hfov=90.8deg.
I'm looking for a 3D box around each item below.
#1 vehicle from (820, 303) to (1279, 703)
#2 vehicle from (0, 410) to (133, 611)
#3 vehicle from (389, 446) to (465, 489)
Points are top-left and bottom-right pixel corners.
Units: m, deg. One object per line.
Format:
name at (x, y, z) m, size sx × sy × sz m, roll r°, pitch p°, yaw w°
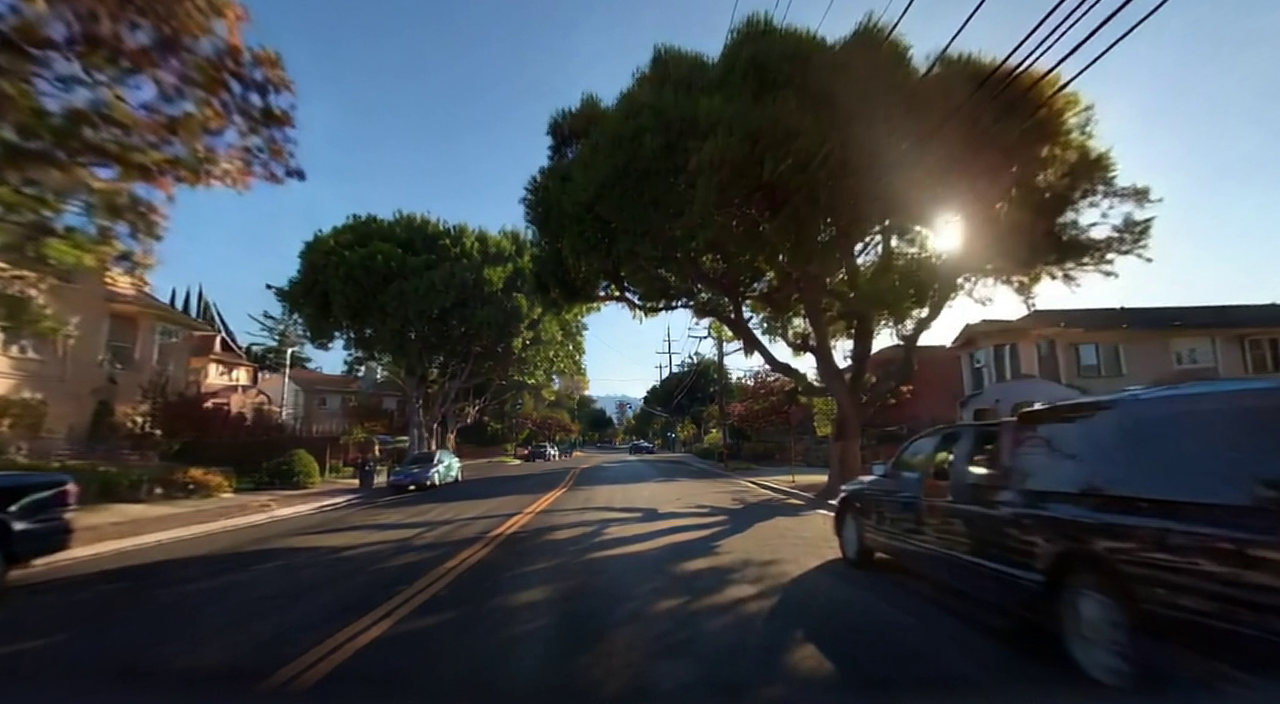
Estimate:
vehicle at (3.239, 1.054, 4.265) m, size 2.202 × 1.805 × 5.756 m, roll 0°, pitch -8°, yaw -2°
vehicle at (-6.831, 1.225, 4.339) m, size 2.151 × 1.789 × 5.482 m, roll 0°, pitch -8°, yaw 0°
vehicle at (-7.893, 4.279, 23.864) m, size 1.902 × 1.456 × 4.451 m, roll 1°, pitch -9°, yaw -8°
